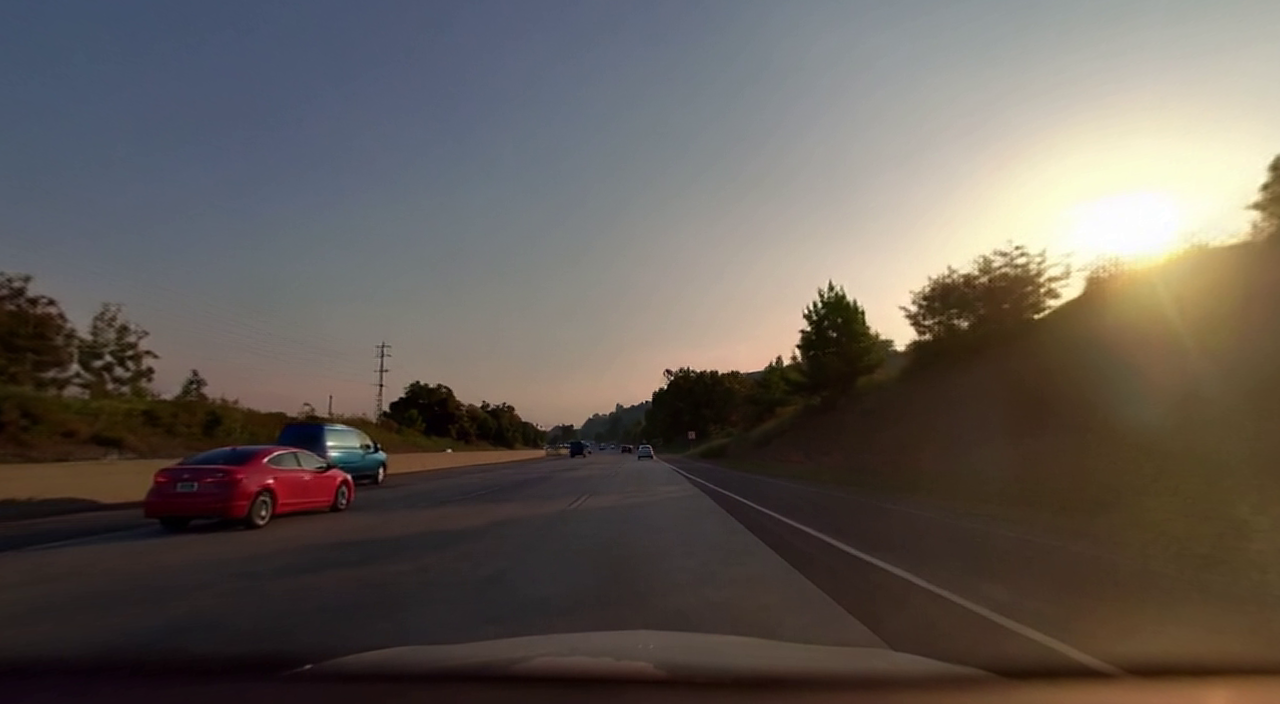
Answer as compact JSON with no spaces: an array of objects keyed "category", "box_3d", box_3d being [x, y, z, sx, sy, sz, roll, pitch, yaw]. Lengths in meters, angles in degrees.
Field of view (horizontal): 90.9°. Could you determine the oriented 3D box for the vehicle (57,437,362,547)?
[{"category":"vehicle","box_3d":[-6.952,2.276,11.053,1.981,1.486,4.735,0,-8,0]}]
